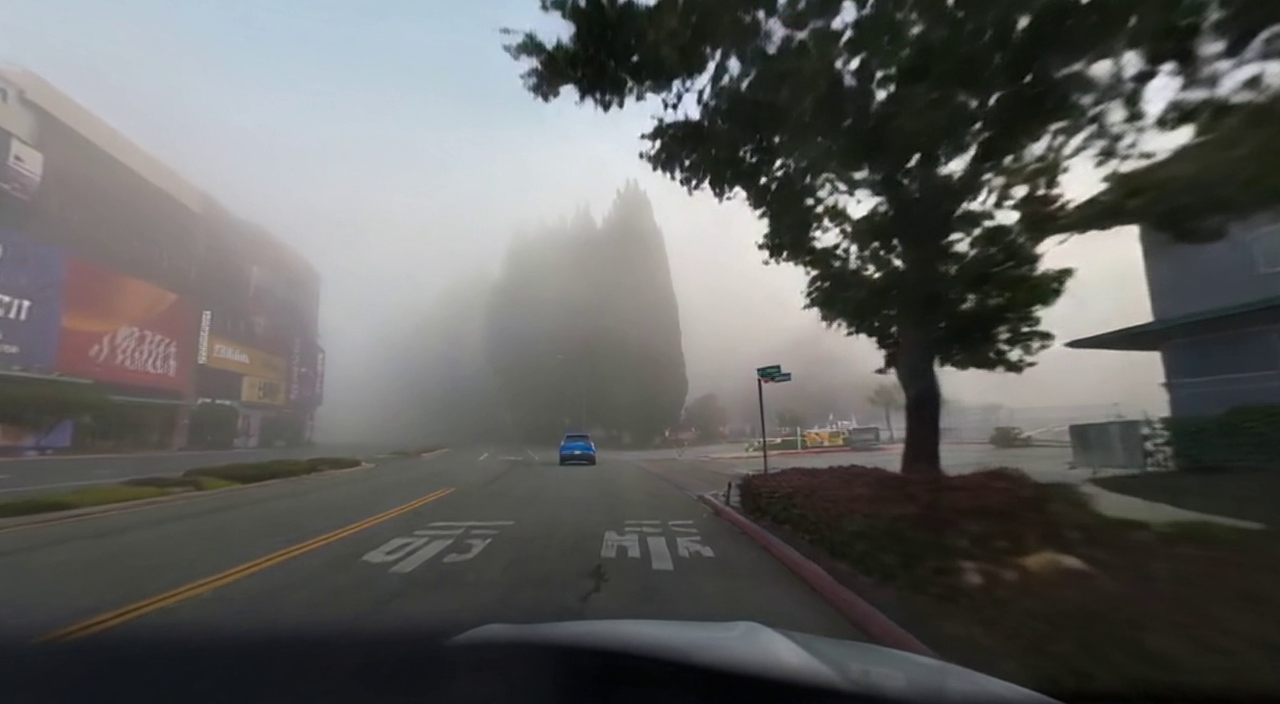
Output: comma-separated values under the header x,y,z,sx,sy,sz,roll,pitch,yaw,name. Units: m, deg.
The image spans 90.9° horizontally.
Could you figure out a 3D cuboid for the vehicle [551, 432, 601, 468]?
x,y,z,sx,sy,sz,roll,pitch,yaw,name
-3.125,4.697,30.517,2.231,1.572,4.227,1,-8,-7,vehicle
